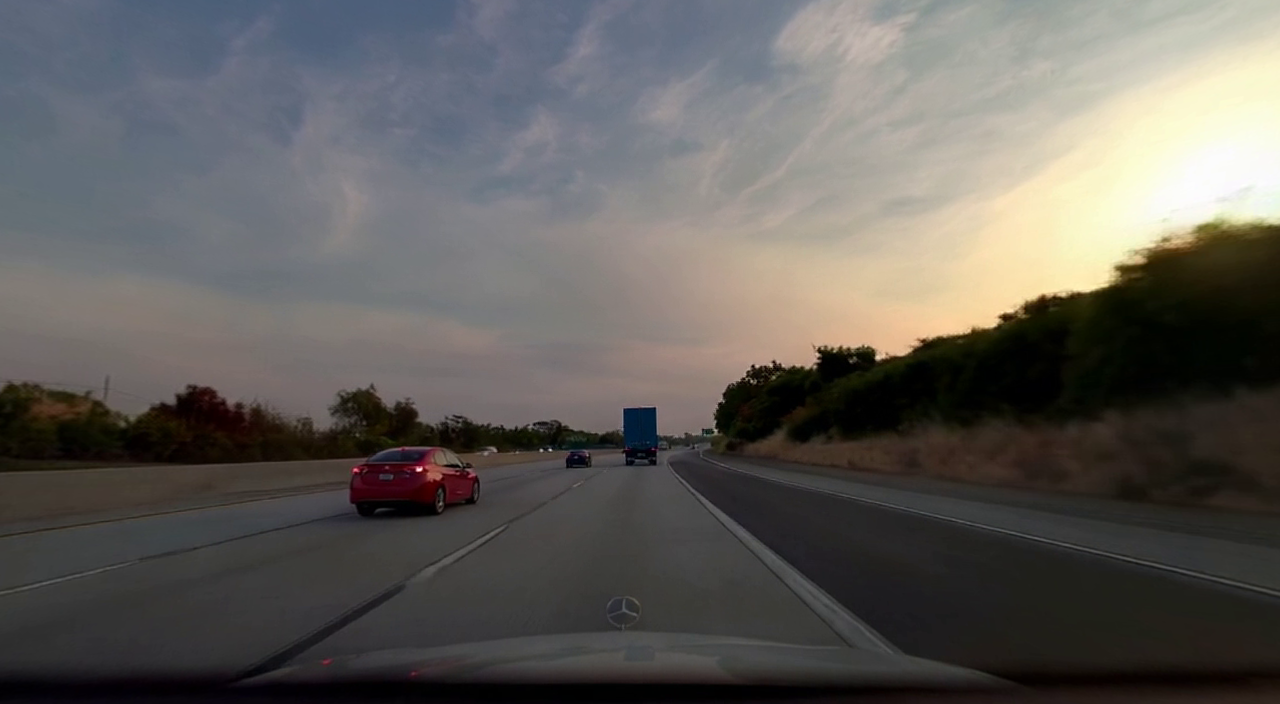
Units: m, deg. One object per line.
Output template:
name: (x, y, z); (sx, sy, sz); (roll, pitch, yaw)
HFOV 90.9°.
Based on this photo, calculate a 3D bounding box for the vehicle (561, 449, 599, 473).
vehicle: (-3.757, 6.908, 40.221); (1.981, 1.435, 4.199); (0, -9, 1)

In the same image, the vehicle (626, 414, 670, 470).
vehicle: (0.527, 6.573, 45.683); (2.893, 3.628, 9.081); (0, -9, 0)

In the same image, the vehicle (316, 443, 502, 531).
vehicle: (-4.369, 2.610, 12.809); (2.010, 1.461, 4.391); (0, -9, 1)
